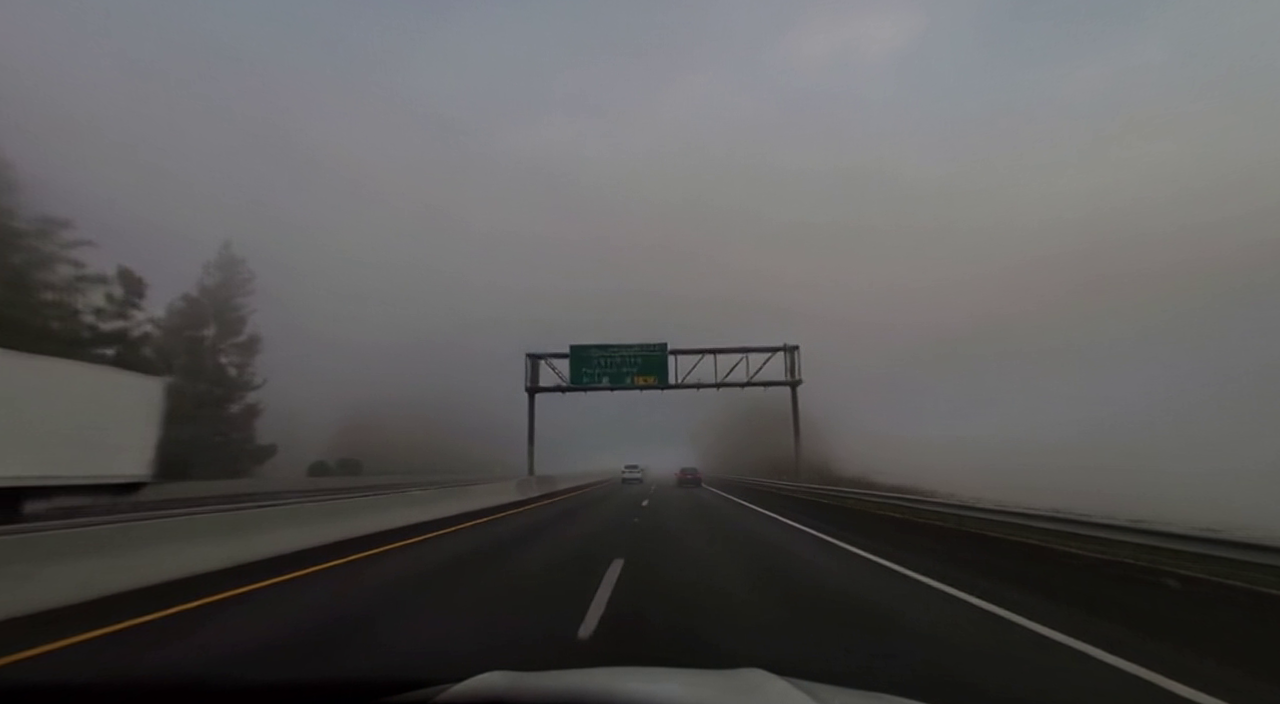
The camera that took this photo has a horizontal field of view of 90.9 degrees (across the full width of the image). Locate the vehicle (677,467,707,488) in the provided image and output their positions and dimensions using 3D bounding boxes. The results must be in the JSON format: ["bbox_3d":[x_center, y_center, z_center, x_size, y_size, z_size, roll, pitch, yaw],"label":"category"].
[{"bbox_3d":[3.931,9.543,48.026,1.937,1.467,4.061,1,-10,1],"label":"vehicle"}]

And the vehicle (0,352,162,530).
[{"bbox_3d":[-15.663,1.350,10.685,2.896,3.861,14.932,1,-11,2],"label":"vehicle"}]

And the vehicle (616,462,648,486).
[{"bbox_3d":[-0.524,9.409,48.572,2.160,1.721,4.368,0,-11,3],"label":"vehicle"}]
